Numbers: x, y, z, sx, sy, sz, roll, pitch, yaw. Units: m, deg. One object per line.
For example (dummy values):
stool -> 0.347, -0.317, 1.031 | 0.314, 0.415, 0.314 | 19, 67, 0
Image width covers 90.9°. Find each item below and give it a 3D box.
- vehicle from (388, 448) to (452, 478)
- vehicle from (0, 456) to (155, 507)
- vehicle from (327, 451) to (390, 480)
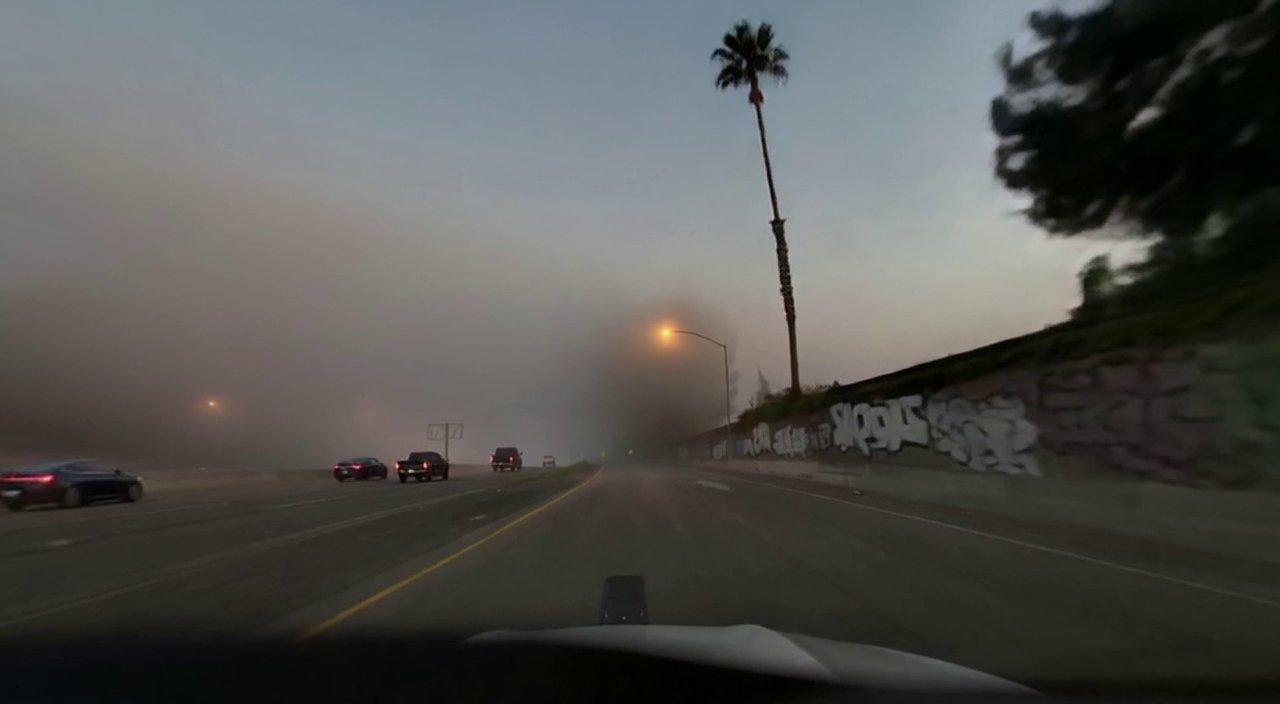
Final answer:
vehicle -> -14.928, 7.563, 43.235 | 2.272, 1.882, 5.941 | 0, -9, -1
vehicle -> -22.803, 5.143, 25.596 | 2.158, 1.795, 5.013 | 0, -9, 0
vehicle -> -18.799, 7.583, 42.400 | 2.078, 1.802, 4.723 | 0, -9, -1
